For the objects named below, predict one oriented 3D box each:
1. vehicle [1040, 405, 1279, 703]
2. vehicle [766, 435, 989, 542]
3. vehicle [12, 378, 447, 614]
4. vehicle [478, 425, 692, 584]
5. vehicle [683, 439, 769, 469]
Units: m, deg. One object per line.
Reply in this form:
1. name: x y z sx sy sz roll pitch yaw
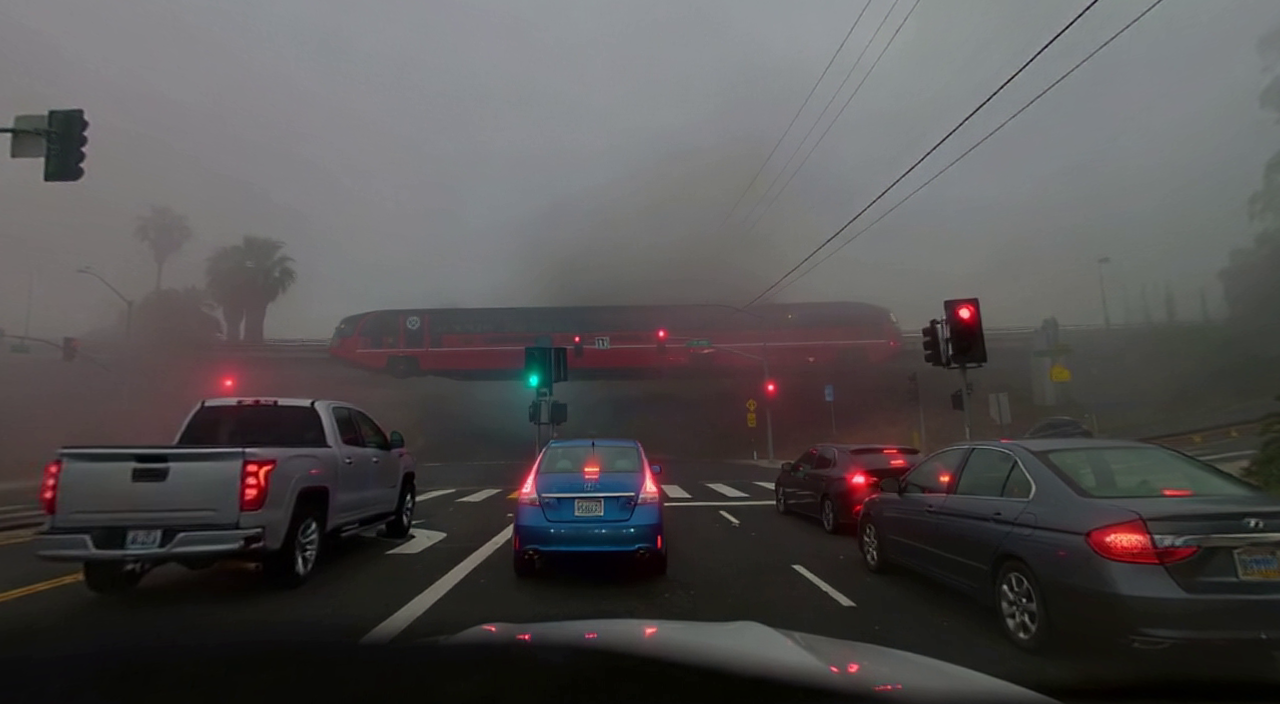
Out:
1. vehicle: 3.891 0.890 2.161 2.052 1.496 4.541 0 -9 0
2. vehicle: 3.724 2.215 10.969 1.965 1.448 4.486 0 -9 -2
3. vehicle: -4.080 1.543 7.815 2.078 1.838 5.448 1 -9 -5
4. vehicle: -0.620 1.766 8.159 2.035 1.491 4.090 0 -9 -3
5. vehicle: 4.245 5.132 31.940 1.878 1.428 4.416 5 -10 -32
